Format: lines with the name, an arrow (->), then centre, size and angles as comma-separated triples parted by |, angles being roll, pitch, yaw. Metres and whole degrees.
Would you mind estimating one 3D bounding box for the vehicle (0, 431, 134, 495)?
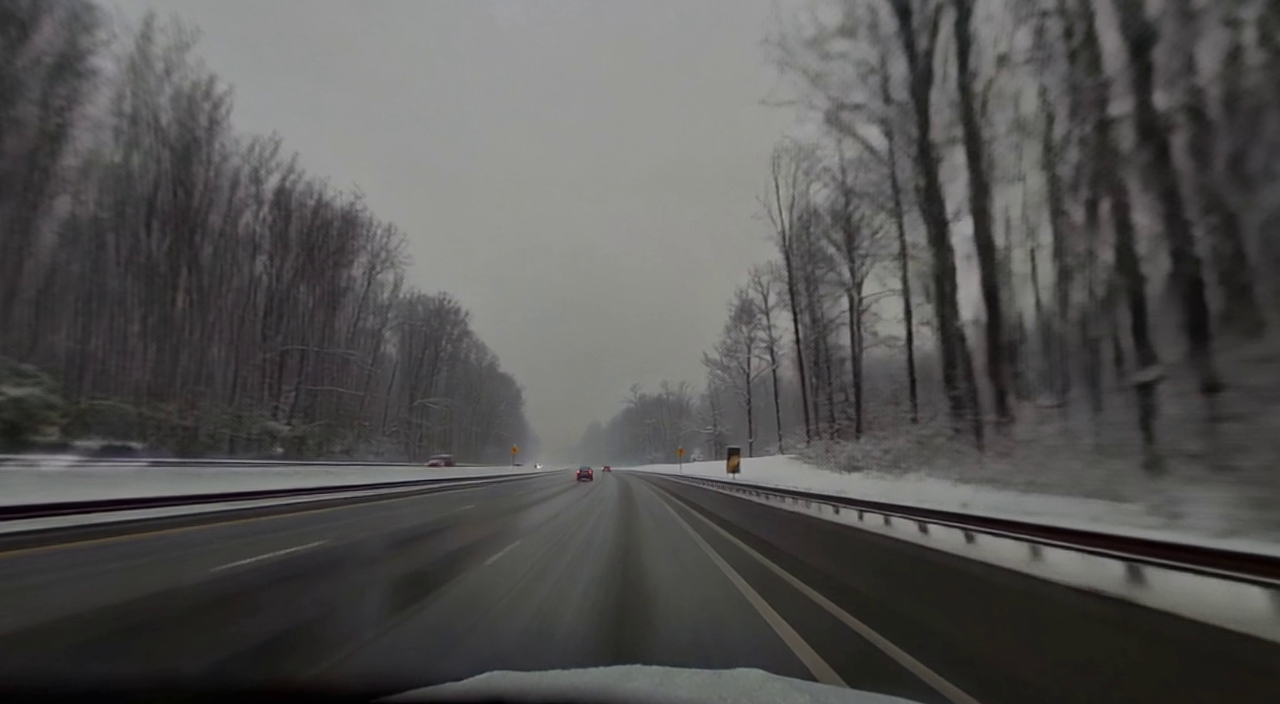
vehicle -> -19.721, 3.634, 20.584 | 2.120, 1.817, 5.104 | 1, -11, -1
